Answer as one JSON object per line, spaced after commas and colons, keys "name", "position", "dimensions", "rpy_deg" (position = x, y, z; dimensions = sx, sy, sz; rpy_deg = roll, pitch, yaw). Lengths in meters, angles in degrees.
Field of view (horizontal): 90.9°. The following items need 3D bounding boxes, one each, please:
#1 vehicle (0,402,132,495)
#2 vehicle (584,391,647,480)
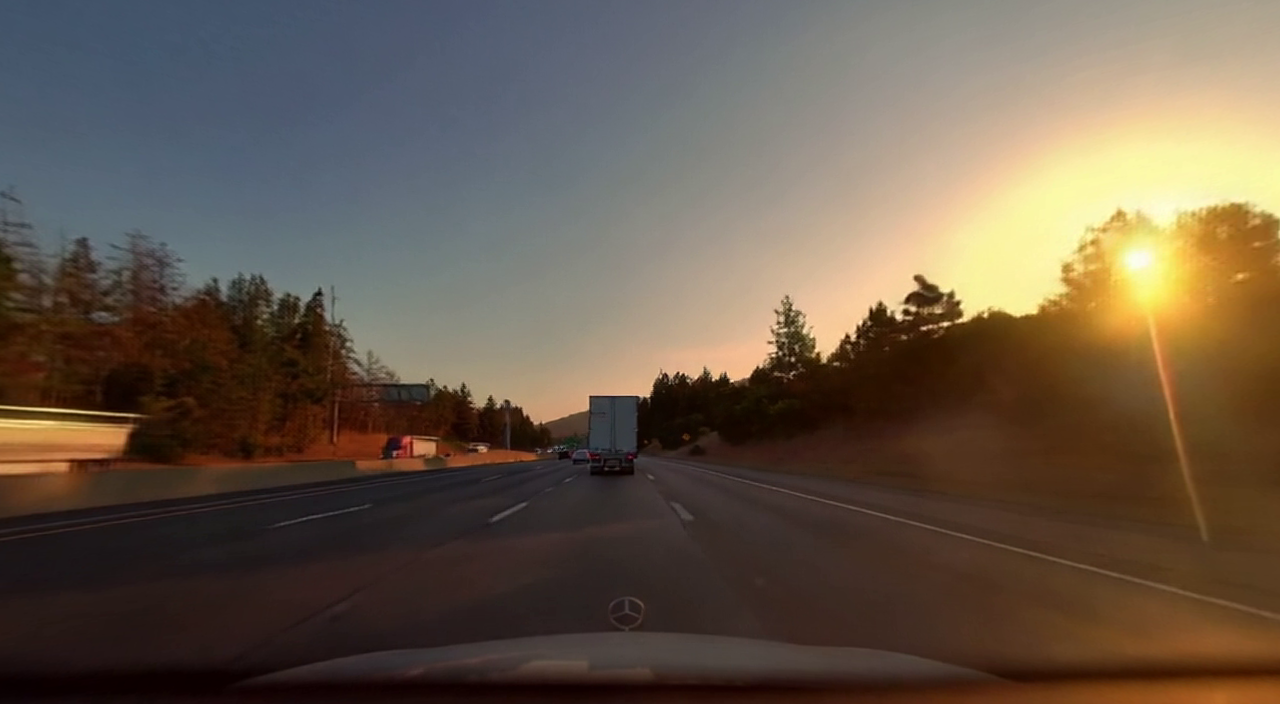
{"name": "vehicle", "position": [-27.562, 4.010, 26.122], "dimensions": [2.790, 3.732, 12.674], "rpy_deg": [0, -9, -2]}
{"name": "vehicle", "position": [-1.374, 4.747, 34.841], "dimensions": [2.875, 4.056, 12.312], "rpy_deg": [0, -9, -2]}
